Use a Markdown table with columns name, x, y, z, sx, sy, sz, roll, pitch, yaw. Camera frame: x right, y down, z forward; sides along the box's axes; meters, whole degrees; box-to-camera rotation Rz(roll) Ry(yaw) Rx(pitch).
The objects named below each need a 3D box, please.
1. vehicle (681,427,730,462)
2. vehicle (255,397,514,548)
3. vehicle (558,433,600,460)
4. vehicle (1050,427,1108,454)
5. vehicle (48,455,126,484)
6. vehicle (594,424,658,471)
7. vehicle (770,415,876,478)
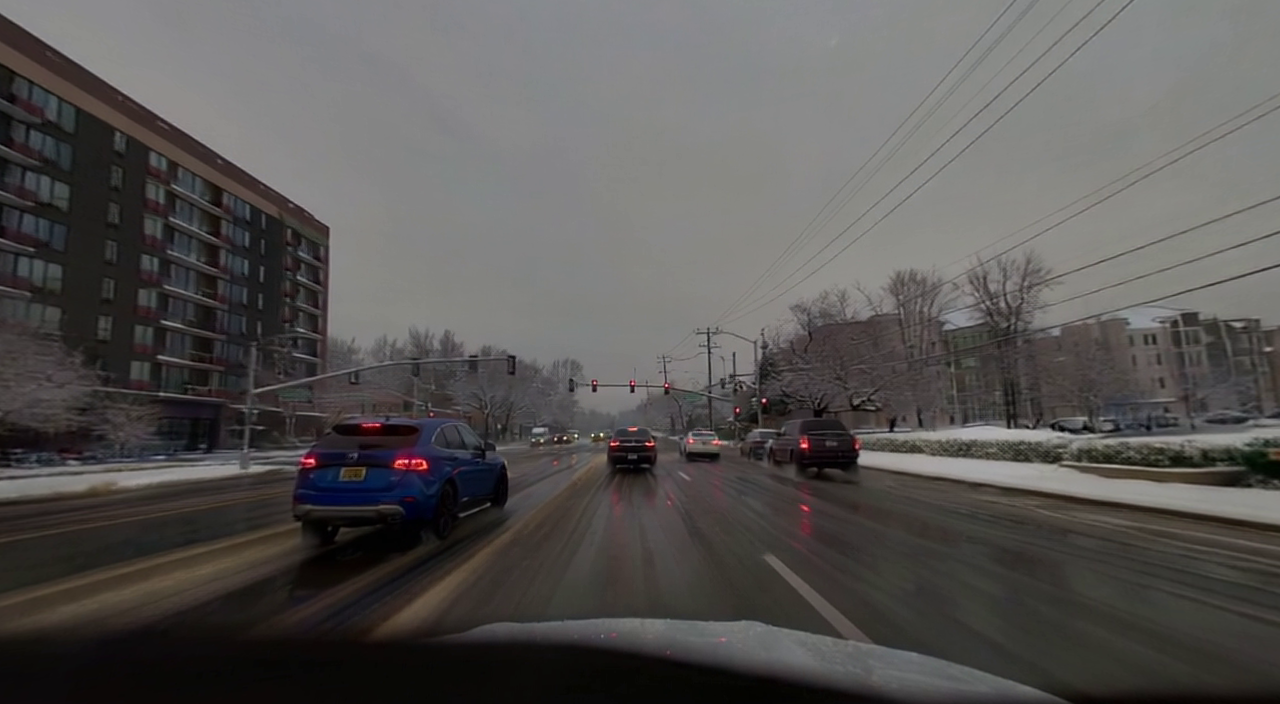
| name | x | y | z | sx | sy | sz | roll | pitch | yaw |
| --- | --- | --- | --- | --- | --- | --- | --- | --- | --- |
| vehicle | 3.220 | 4.673 | 31.871 | 1.975 | 1.598 | 4.025 | 0 | -9 | -1 |
| vehicle | -3.465 | 1.756 | 9.740 | 2.136 | 1.779 | 4.417 | 0 | -9 | 0 |
| vehicle | -3.467 | 5.457 | 36.511 | 1.973 | 1.504 | 3.895 | 0 | -9 | 0 |
| vehicle | 26.042 | 5.291 | 37.622 | 2.020 | 1.501 | 4.732 | -4 | -9 | 25 |
| vehicle | -31.303 | 6.613 | 35.922 | 1.879 | 1.448 | 4.729 | 4 | -9 | -24 |
| vehicle | -0.541 | 3.783 | 24.980 | 2.302 | 1.681 | 4.217 | 0 | -9 | -1 |
| vehicle | 6.424 | 3.419 | 22.904 | 2.130 | 1.979 | 5.310 | 0 | -9 | -1 |
